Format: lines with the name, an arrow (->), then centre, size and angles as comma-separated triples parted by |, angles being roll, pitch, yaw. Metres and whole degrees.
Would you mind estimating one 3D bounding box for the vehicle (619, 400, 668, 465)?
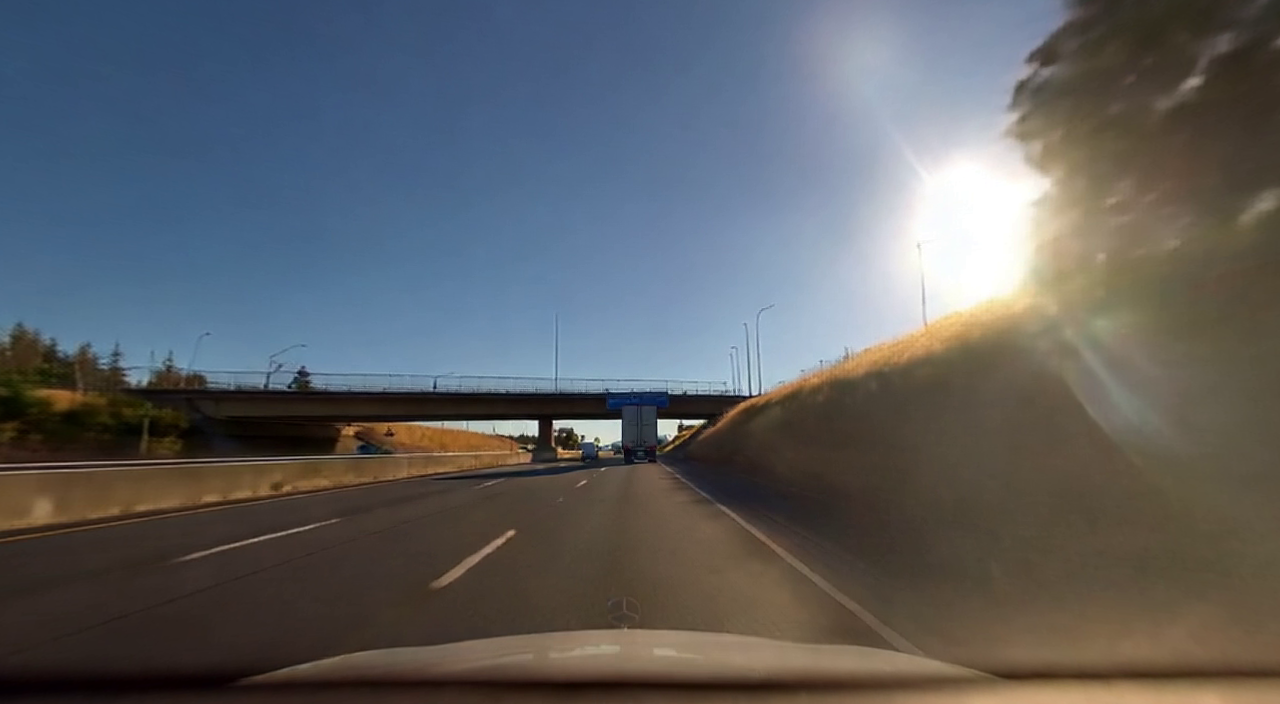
vehicle -> 0.145, 5.968, 45.392 | 3.033, 3.985, 12.383 | 0, -9, 0
